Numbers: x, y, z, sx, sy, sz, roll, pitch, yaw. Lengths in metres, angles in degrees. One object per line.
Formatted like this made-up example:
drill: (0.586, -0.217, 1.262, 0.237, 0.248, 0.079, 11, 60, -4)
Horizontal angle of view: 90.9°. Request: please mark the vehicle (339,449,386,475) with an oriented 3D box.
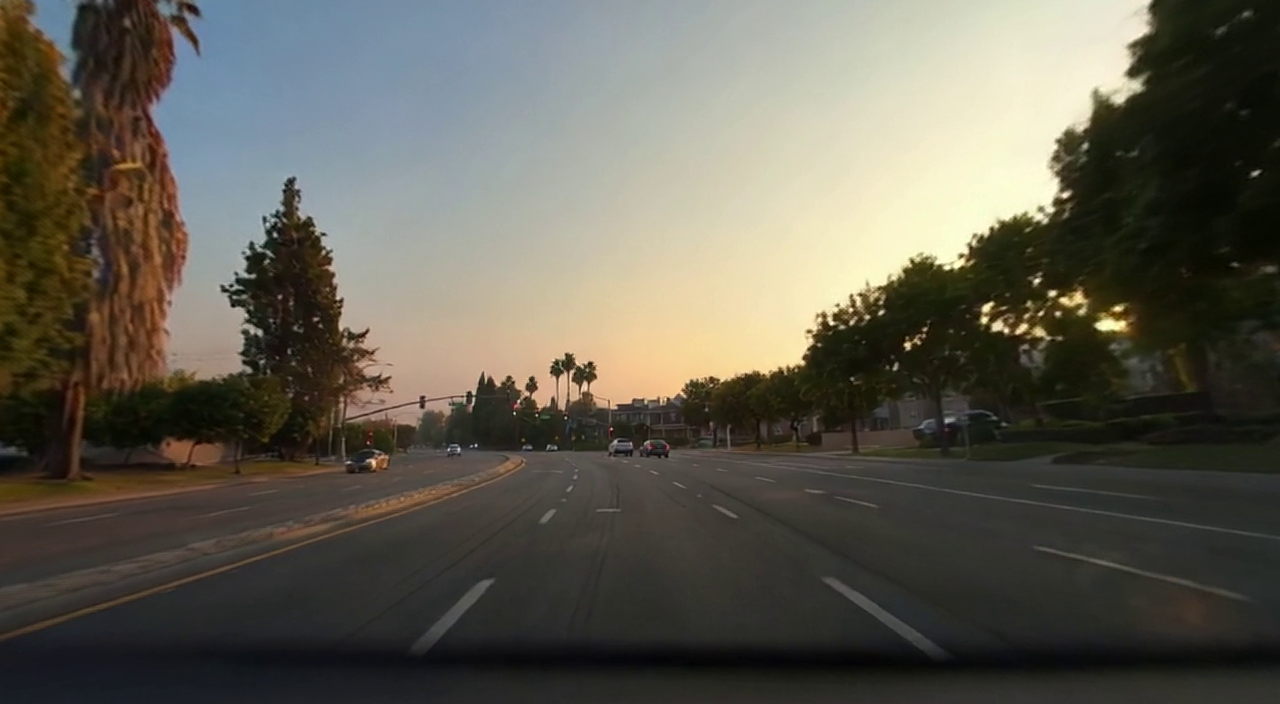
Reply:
vehicle: (-19.645, 7.742, 44.753, 1.939, 1.715, 4.310, 1, -8, -9)
